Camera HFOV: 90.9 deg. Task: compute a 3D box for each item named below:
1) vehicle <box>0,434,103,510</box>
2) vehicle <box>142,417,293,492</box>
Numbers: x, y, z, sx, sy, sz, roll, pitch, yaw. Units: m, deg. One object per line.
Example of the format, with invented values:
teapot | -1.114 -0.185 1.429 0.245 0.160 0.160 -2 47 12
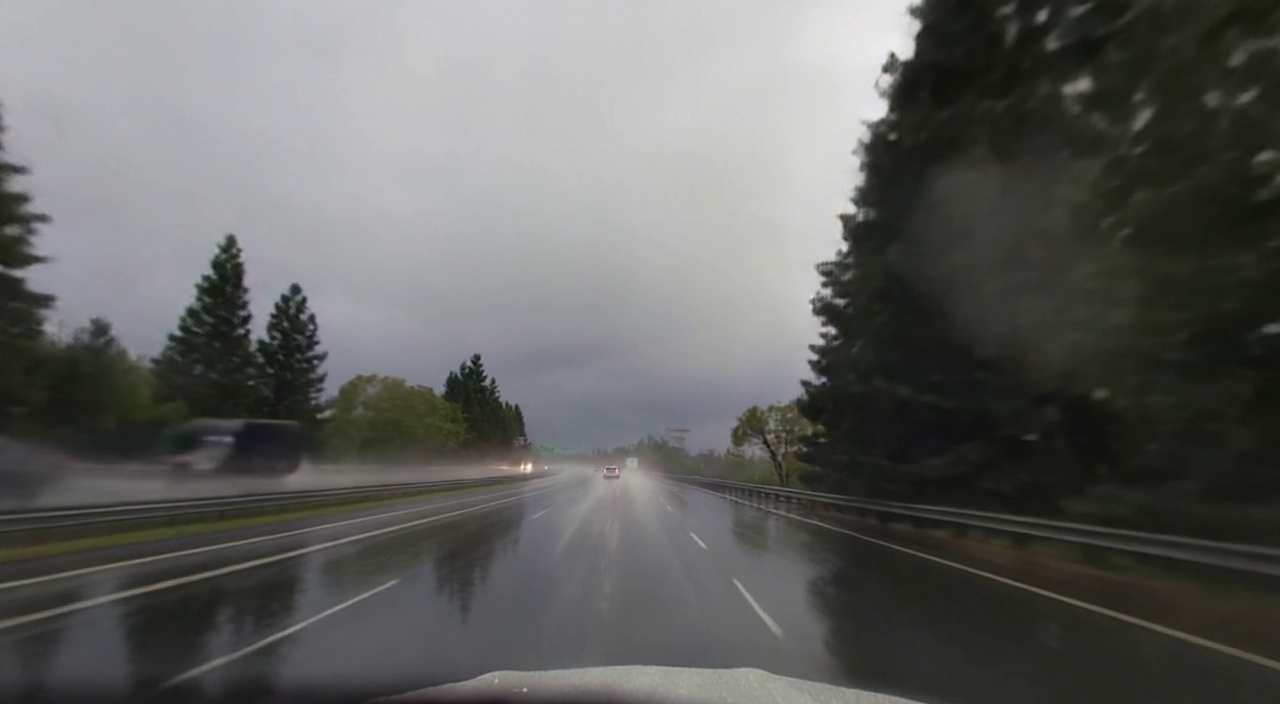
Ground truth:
vehicle | -13.932 2.495 13.177 1.805 1.522 3.979 1 -11 0
vehicle | -17.859 4.490 27.194 2.289 2.818 5.939 1 -11 0
